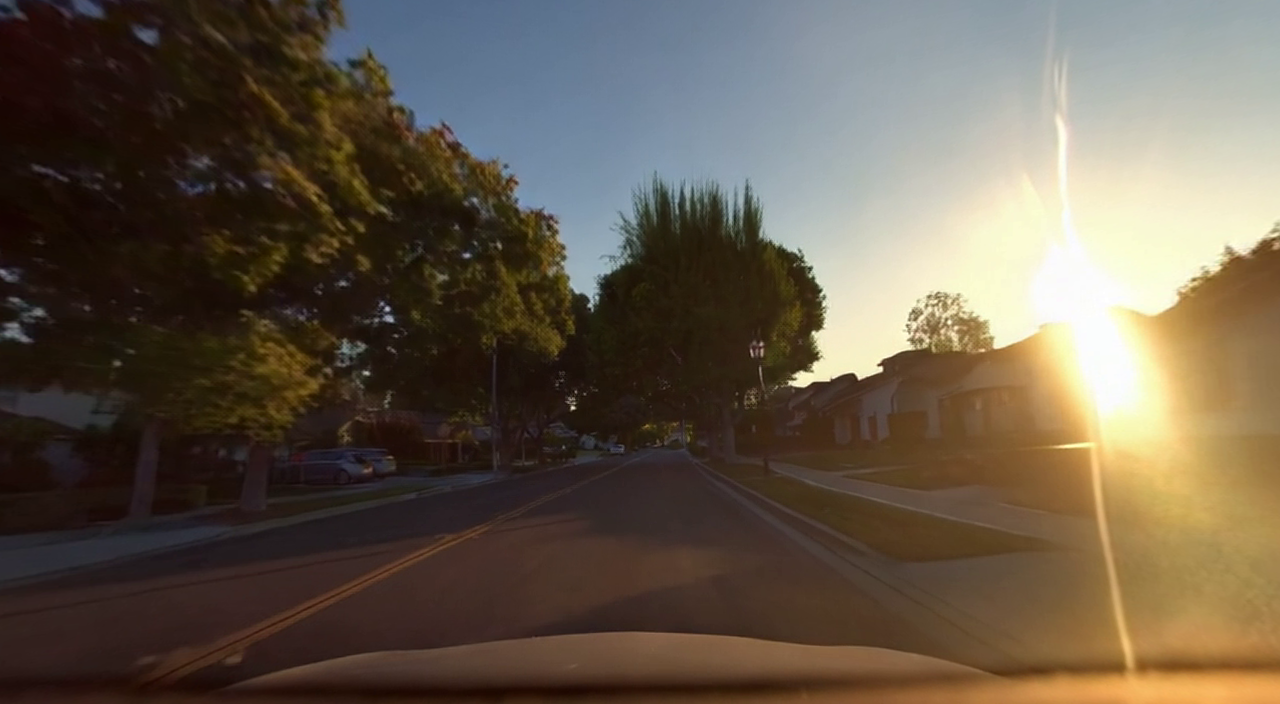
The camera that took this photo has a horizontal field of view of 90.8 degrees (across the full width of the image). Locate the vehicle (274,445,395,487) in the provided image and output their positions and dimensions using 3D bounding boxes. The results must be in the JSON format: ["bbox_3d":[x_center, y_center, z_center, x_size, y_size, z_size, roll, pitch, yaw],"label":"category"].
[{"bbox_3d":[-13.589,5.082,28.347,4.370,1.761,1.901,1,-9,-6],"label":"vehicle"}]
